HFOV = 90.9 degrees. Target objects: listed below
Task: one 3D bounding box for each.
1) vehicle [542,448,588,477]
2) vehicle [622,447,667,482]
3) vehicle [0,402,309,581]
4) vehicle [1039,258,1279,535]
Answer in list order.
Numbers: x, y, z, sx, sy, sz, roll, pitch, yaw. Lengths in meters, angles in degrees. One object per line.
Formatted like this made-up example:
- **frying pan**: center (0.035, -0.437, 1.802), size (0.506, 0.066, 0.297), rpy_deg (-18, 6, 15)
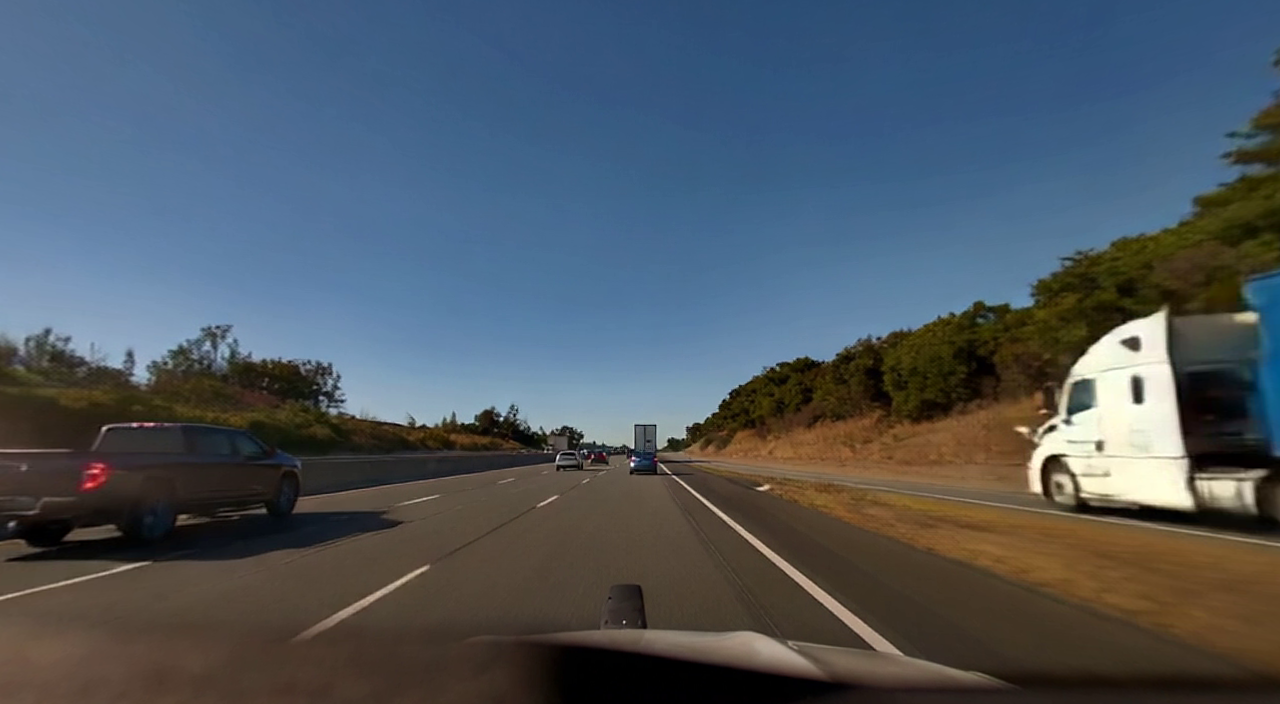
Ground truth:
- **vehicle**: center (-4.112, 6.138, 35.267), size (2.018, 1.504, 4.431), rpy_deg (0, -9, 0)
- **vehicle**: center (0.156, 5.243, 29.622), size (1.991, 1.507, 3.391), rpy_deg (0, -9, -1)
- **vehicle**: center (-7.567, 1.889, 9.406), size (2.316, 1.875, 5.337), rpy_deg (0, -9, 0)
- **vehicle**: center (10.715, 0.663, 9.242), size (2.997, 3.951, 9.277), rpy_deg (1, -9, -4)
